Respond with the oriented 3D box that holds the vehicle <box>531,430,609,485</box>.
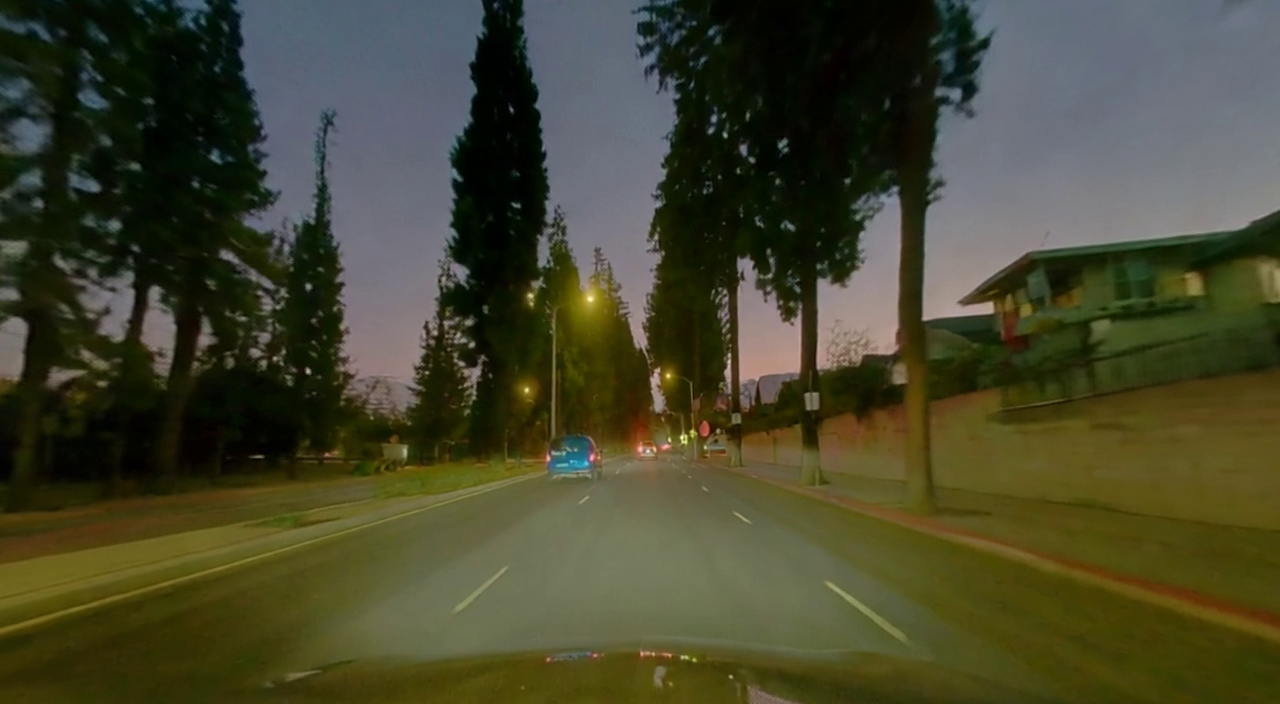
[{"bbox_3d":[-2.494,3.956,23.805,2.281,1.837,4.845,0,-8,2],"label":"vehicle"}]
